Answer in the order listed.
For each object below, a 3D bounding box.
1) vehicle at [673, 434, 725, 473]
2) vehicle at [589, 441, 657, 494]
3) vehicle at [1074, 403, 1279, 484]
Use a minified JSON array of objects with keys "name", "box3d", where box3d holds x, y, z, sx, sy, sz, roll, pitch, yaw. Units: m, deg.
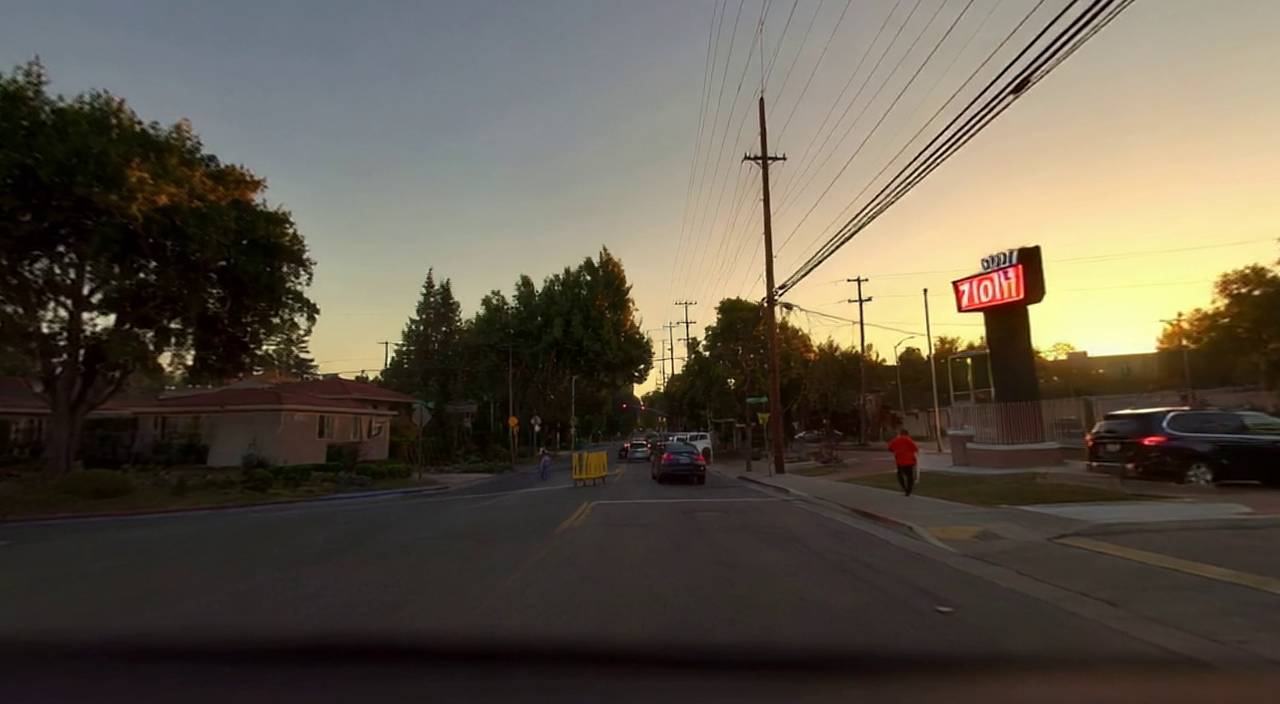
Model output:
[{"name":"vehicle","box3d":[3.196,5.470,34.272,2.553,1.868,5.536,-1,-8,5]},{"name":"vehicle","box3d":[-0.570,3.493,19.484,1.874,1.427,3.976,0,-8,-3]},{"name":"vehicle","box3d":[13.351,2.159,14.979,4.518,1.764,2.014,-1,-8,3]}]
